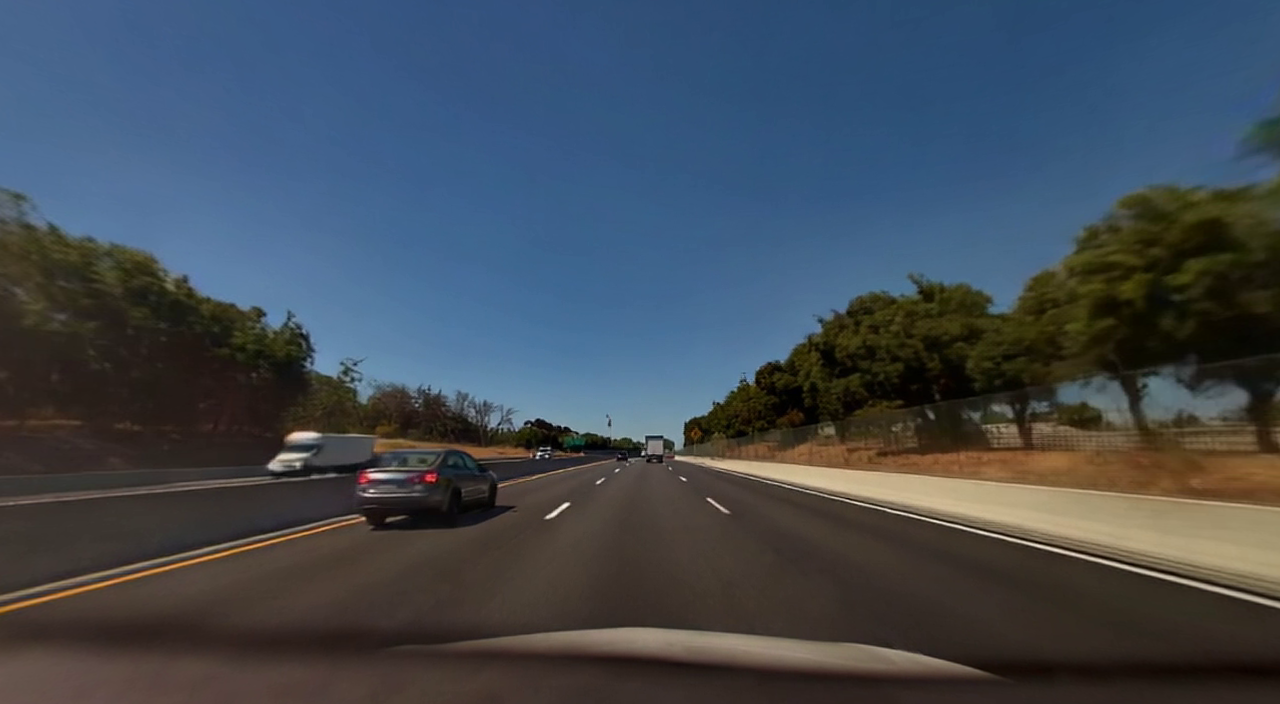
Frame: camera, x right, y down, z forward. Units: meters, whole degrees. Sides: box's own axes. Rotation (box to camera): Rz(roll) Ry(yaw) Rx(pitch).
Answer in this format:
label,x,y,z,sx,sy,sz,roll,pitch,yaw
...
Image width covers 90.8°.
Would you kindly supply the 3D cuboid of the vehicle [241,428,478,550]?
label,x,y,z,sx,sy,sz,roll,pitch,yaw
vehicle,-4.221,2.121,10.385,2.035,1.595,4.022,0,-9,0
